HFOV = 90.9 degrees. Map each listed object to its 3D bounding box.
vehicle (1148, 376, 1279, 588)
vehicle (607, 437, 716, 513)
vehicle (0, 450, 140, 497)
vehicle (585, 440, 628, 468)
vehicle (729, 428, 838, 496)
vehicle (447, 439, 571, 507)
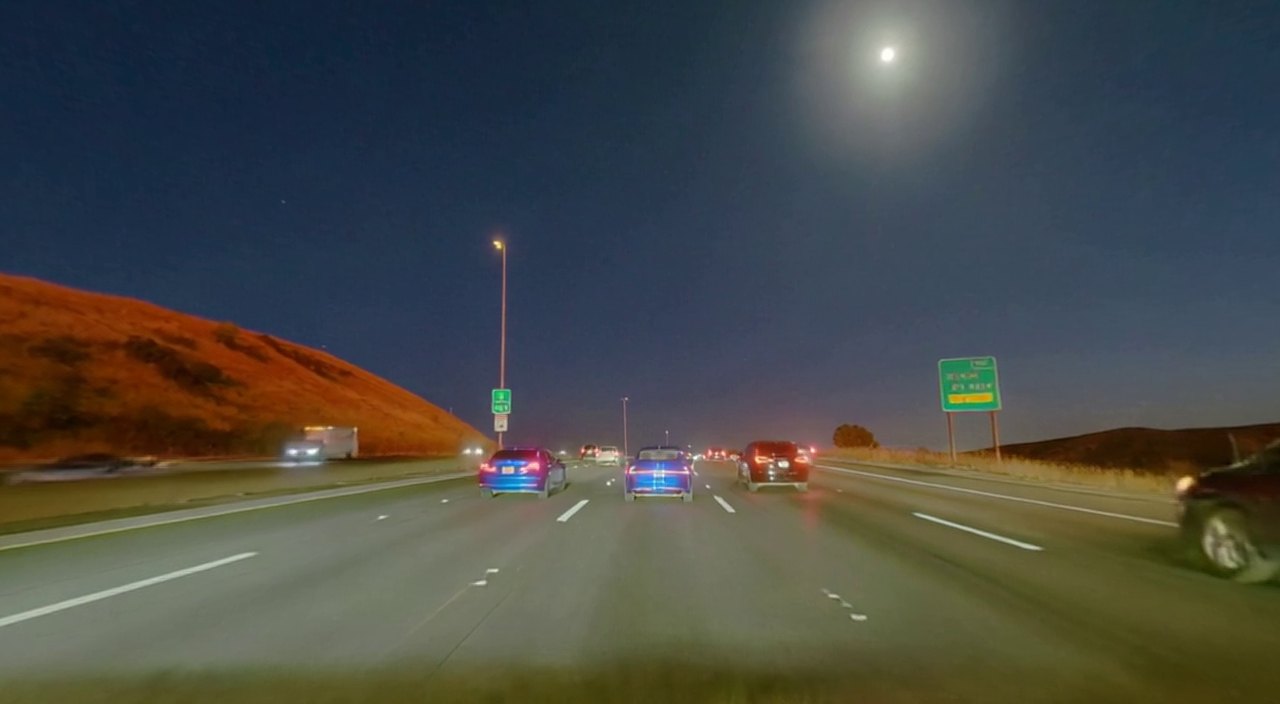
[{"bbox_3d":[6.692,0.969,4.414,2.210,1.831,4.843,0,-8,0],"label":"vehicle"},{"bbox_3d":[0.454,2.644,14.018,2.072,1.431,3.904,-1,-8,2],"label":"vehicle"},{"bbox_3d":[-20.136,4.166,22.027,1.790,1.461,4.165,-1,-8,2],"label":"vehicle"},{"bbox_3d":[-1.976,6.152,38.196,2.034,1.572,4.444,-1,-8,4],"label":"vehicle"},{"bbox_3d":[3.971,3.140,18.372,2.083,1.693,4.740,0,-8,1],"label":"vehicle"},{"bbox_3d":[-3.068,2.932,15.811,2.017,1.446,4.384,-1,-8,2],"label":"vehicle"}]
